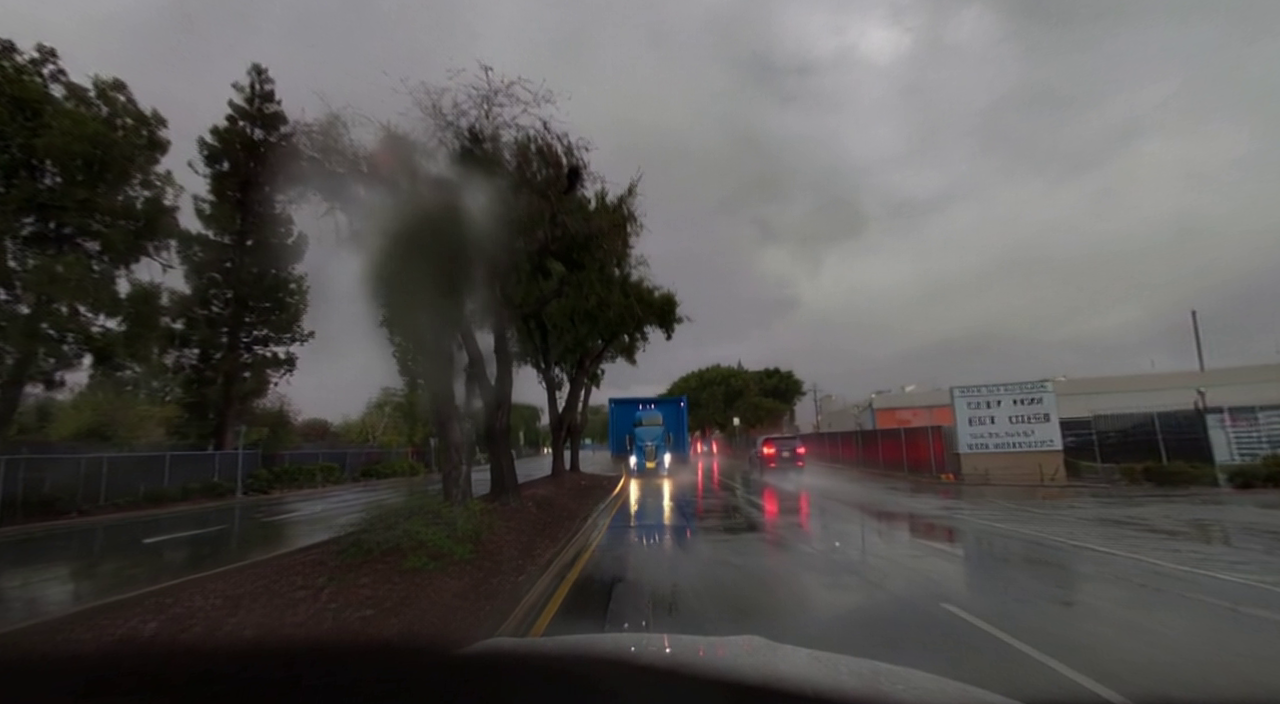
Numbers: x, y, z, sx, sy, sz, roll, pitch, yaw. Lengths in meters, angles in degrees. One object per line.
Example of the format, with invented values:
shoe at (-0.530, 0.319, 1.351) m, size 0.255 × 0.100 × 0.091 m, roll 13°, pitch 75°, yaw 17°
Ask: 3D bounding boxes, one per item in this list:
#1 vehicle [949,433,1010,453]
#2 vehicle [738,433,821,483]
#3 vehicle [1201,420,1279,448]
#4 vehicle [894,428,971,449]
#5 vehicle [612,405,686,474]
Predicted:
vehicle at (23.343, 6.270, 43.370) m, size 3.251 × 1.321 × 1.555 m, roll -1°, pitch -9°, yaw 0°
vehicle at (5.002, 3.864, 23.316) m, size 2.076 × 1.661 × 4.524 m, roll 0°, pitch -8°, yaw 0°
vehicle at (43.517, 5.960, 45.676) m, size 2.050 × 1.801 × 5.143 m, roll -5°, pitch -8°, yaw 15°
vehicle at (22.771, 6.761, 49.174) m, size 4.995 × 1.543 × 1.899 m, roll 0°, pitch -9°, yaw 1°
vehicle at (0.506, 4.308, 30.973) m, size 3.197 × 2.963 × 7.055 m, roll 0°, pitch -8°, yaw 2°
